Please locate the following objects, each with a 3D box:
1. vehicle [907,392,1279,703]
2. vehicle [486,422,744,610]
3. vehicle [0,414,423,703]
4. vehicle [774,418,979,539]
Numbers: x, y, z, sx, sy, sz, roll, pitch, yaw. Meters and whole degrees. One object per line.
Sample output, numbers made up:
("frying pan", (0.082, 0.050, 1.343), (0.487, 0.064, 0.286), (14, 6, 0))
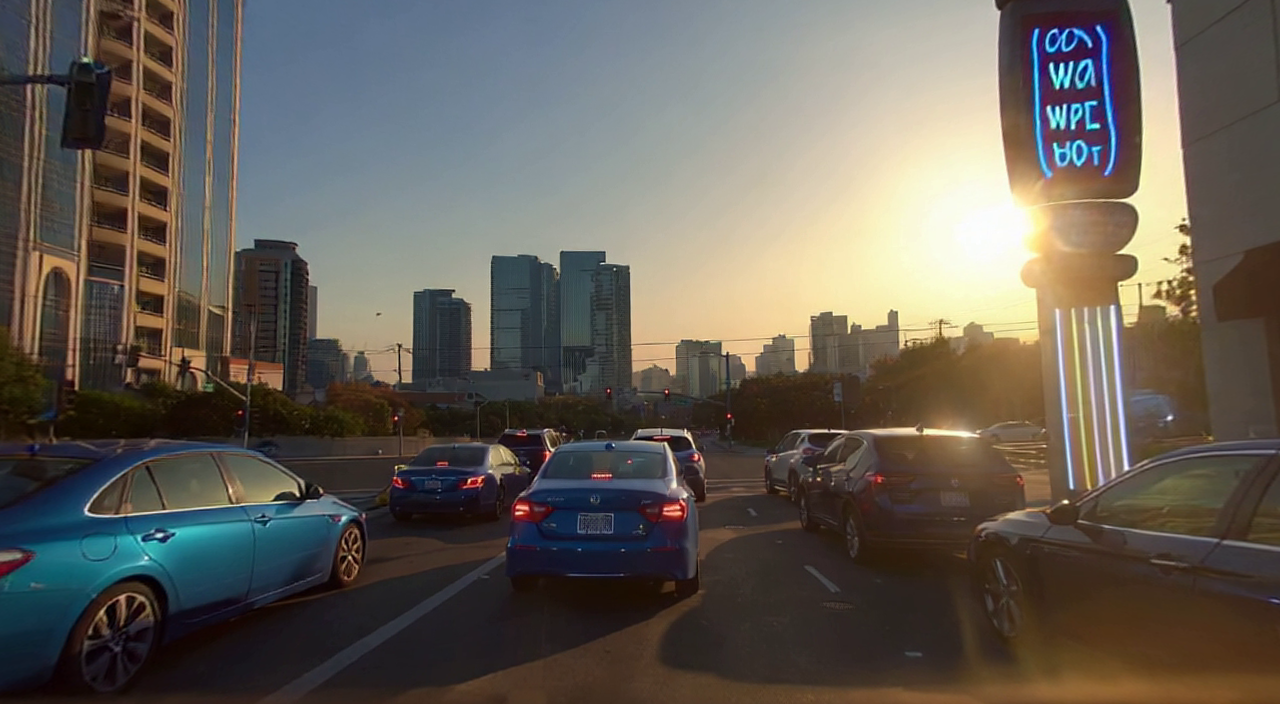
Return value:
("vehicle", (3.418, 1.070, 3.497), (1.981, 1.499, 4.536), (0, -8, 2))
("vehicle", (-0.187, 1.612, 7.103), (2.059, 1.477, 3.988), (0, -8, 1))
("vehicle", (-3.405, 1.302, 4.726), (1.980, 1.454, 4.226), (0, -8, 1))
("vehicle", (3.778, 2.096, 11.022), (2.007, 1.683, 4.171), (0, -8, 1))
